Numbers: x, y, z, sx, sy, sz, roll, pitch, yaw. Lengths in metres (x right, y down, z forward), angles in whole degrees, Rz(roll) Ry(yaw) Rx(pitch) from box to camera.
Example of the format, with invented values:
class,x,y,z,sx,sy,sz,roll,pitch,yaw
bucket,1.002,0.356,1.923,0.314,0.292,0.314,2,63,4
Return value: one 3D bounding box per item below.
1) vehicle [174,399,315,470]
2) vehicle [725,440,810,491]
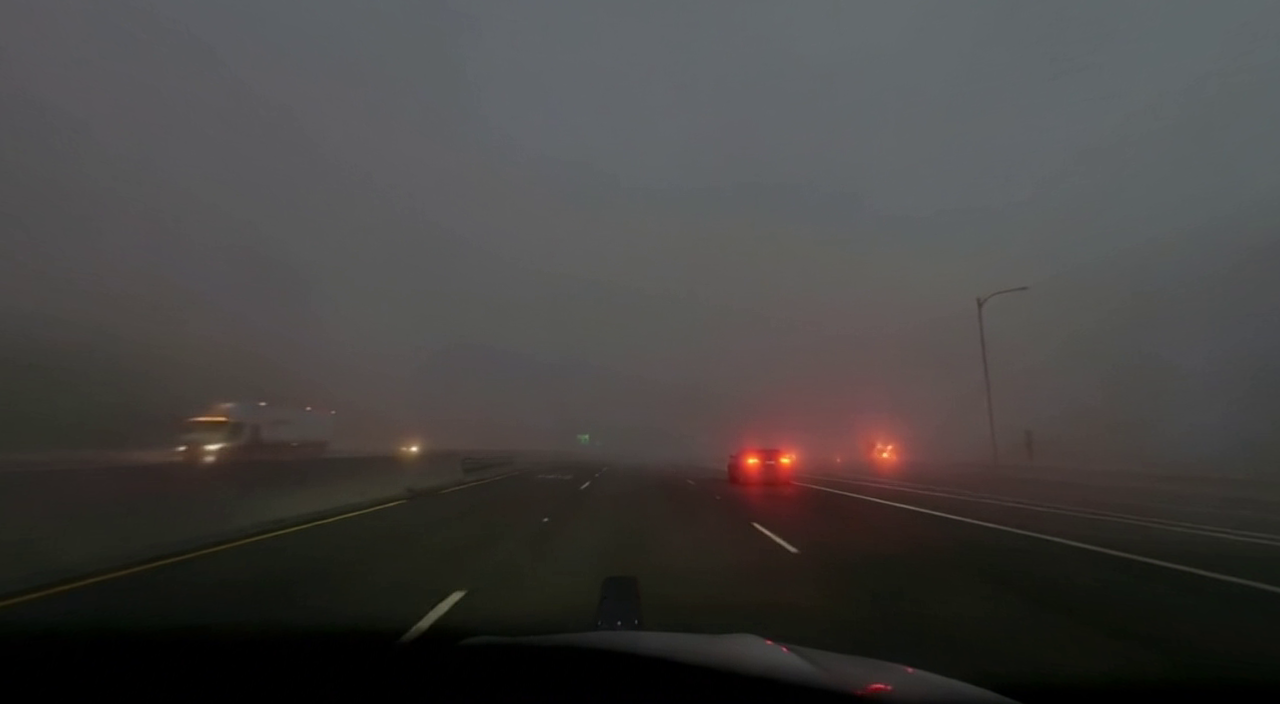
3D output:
class,x,y,z,sx,sy,sz,roll,pitch,yaw
vehicle,-21.223,4.605,34.419,2.693,3.425,7.572,0,-9,0
vehicle,4.217,3.816,21.470,1.984,1.540,3.973,0,-9,-1
